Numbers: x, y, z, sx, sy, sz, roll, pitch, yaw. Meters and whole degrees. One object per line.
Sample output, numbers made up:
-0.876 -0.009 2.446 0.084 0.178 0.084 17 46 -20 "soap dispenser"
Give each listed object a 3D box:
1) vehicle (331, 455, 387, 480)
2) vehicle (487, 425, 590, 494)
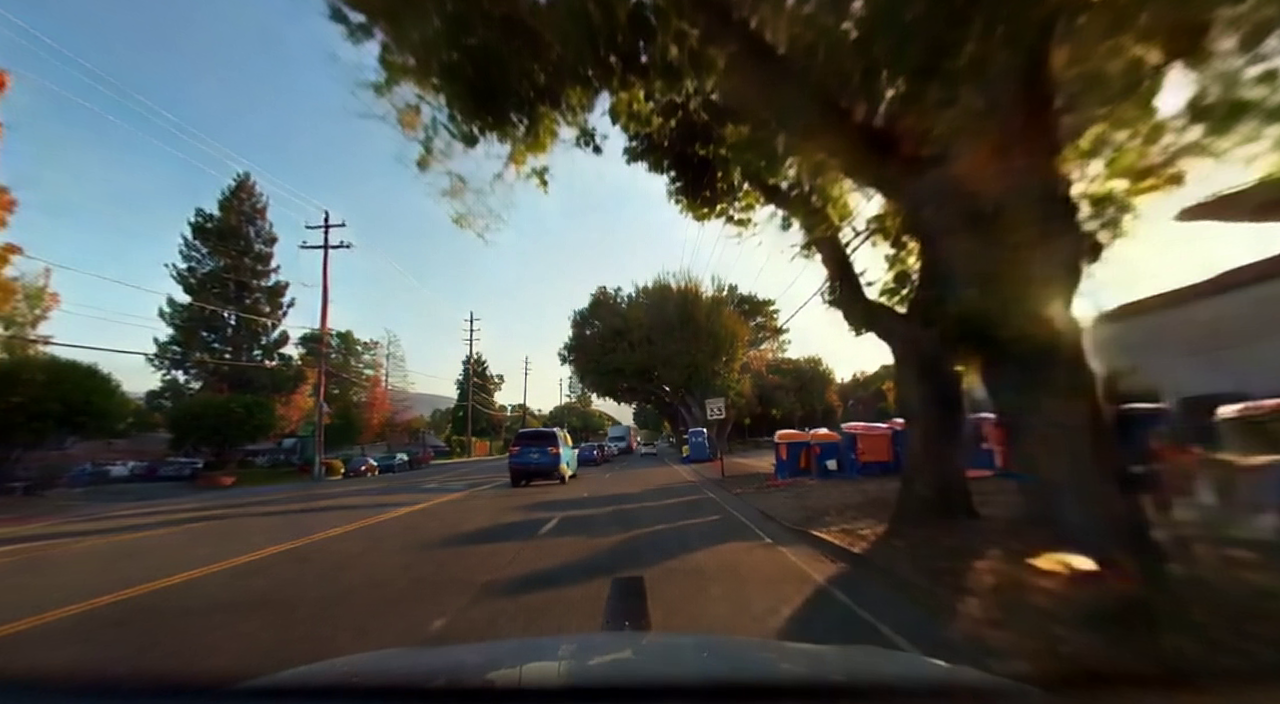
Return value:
-19.617 8.056 44.205 2.099 1.449 4.749 1 -8 -5 "vehicle"
-2.915 3.239 19.361 2.180 1.818 5.117 0 -8 2 "vehicle"
